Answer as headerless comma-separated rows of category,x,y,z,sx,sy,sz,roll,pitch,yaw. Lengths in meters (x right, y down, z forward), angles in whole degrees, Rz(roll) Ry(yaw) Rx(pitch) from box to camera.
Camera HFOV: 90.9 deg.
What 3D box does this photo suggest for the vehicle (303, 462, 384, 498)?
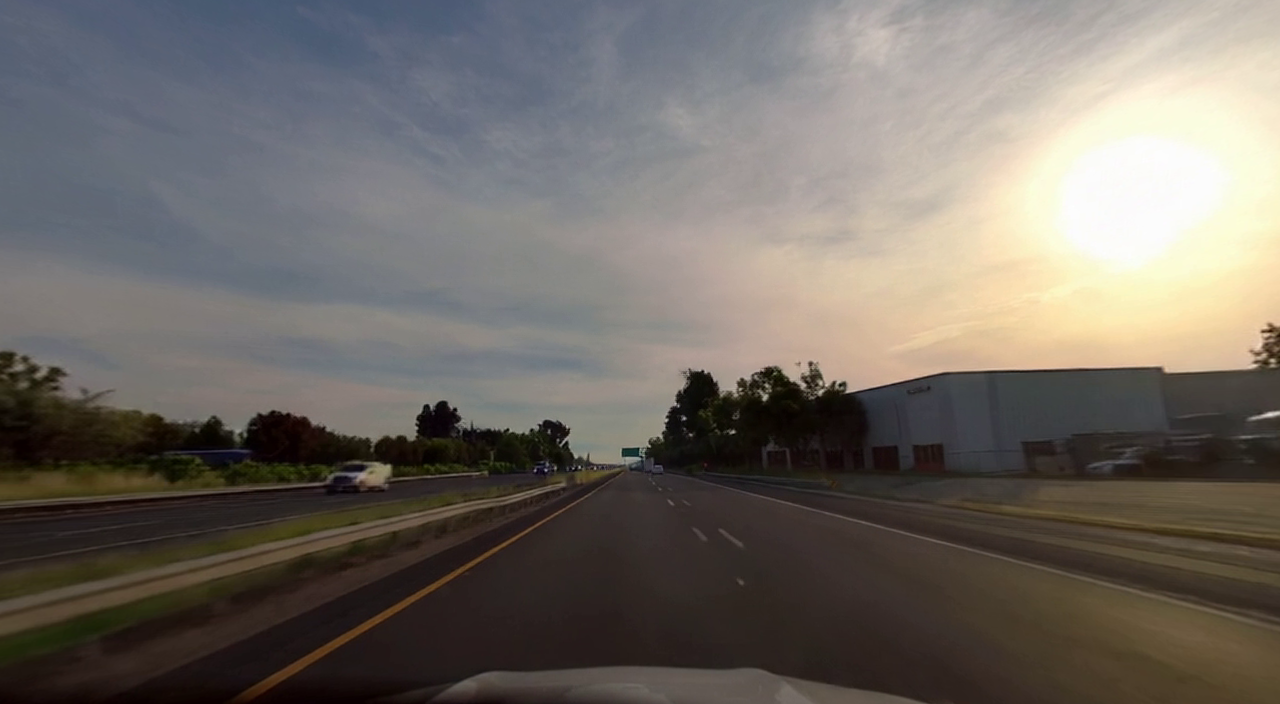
vehicle,-14.532,6.307,31.184,2.030,1.618,4.203,1,-10,-2
